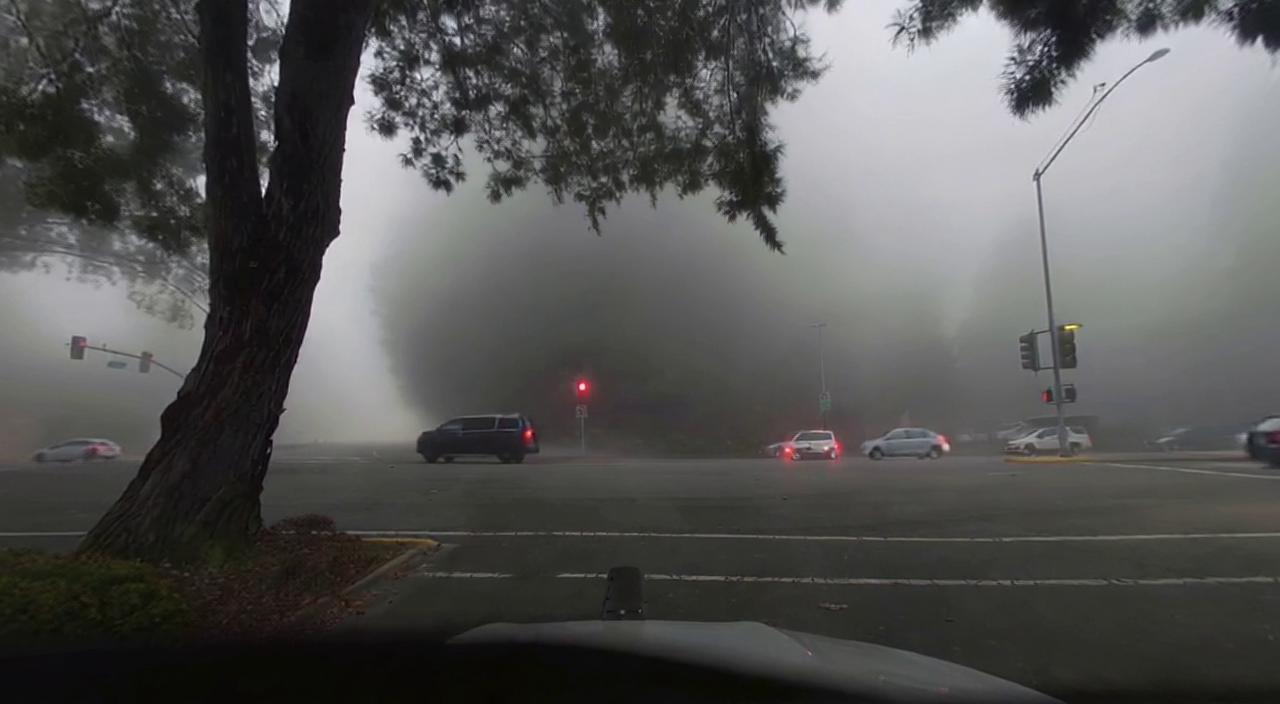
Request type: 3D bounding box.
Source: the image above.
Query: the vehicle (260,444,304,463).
[{"bbox_3d":[-28.044,7.916,49.566,2.235,1.417,4.272,3,-9,-20],"label":"vehicle"}]

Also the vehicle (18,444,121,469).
[{"bbox_3d":[-35.045,6.410,38.842,4.860,1.441,1.934,-2,-8,9],"label":"vehicle"}]

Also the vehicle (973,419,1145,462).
[{"bbox_3d":[15.021,3.210,22.915,4.749,1.461,1.892,-1,-9,9],"label":"vehicle"}]

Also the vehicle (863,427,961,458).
[{"bbox_3d":[14.381,4.834,33.657,4.370,1.592,1.886,-2,-9,10],"label":"vehicle"}]

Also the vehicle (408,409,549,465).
[{"bbox_3d":[-9.732,5.168,38.330,7.790,3.197,2.653,-2,-9,10],"label":"vehicle"}]
